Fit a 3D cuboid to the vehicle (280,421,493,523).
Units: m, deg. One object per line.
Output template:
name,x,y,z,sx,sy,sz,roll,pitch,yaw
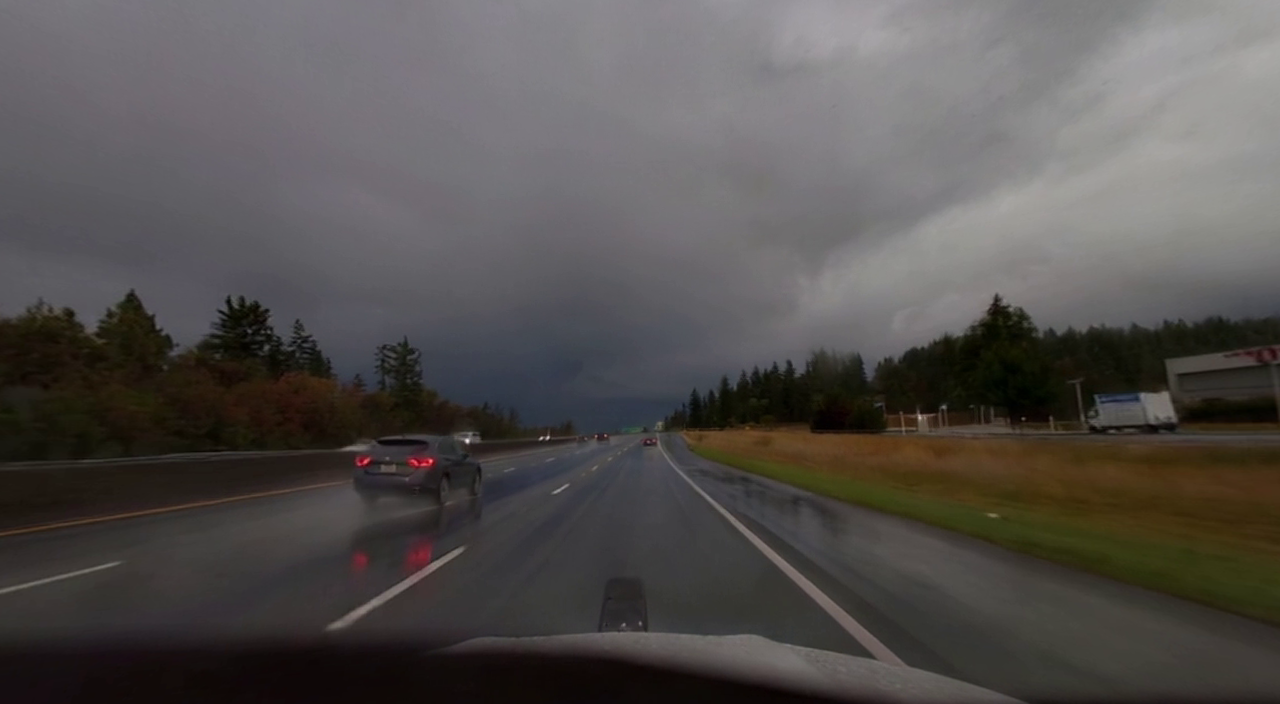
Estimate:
vehicle,-4.482,2.203,12.151,2.071,1.556,4.729,0,-8,1
